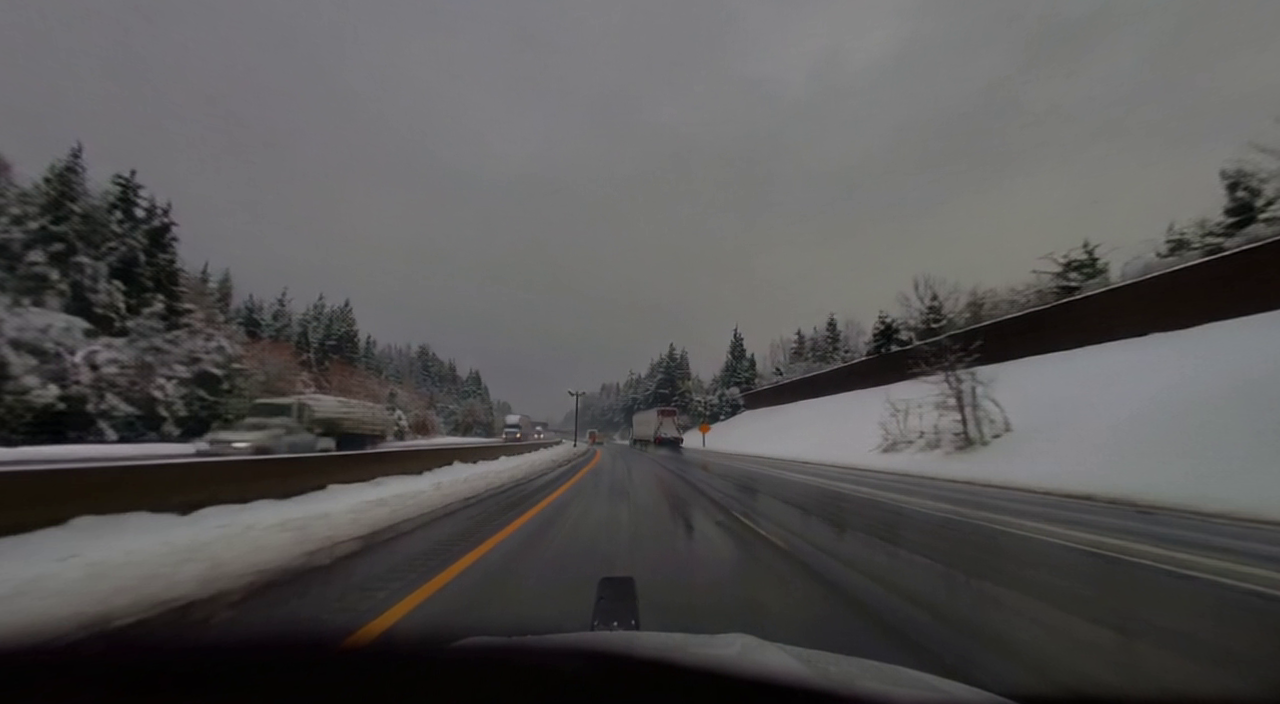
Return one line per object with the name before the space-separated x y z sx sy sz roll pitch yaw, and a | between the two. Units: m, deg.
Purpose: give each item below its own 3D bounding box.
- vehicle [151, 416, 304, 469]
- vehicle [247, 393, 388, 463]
vehicle | -13.181 2.951 20.555 2.027 1.507 4.580 0 -8 -2
vehicle | -13.501 3.312 26.989 2.953 2.650 5.903 0 -8 -1
